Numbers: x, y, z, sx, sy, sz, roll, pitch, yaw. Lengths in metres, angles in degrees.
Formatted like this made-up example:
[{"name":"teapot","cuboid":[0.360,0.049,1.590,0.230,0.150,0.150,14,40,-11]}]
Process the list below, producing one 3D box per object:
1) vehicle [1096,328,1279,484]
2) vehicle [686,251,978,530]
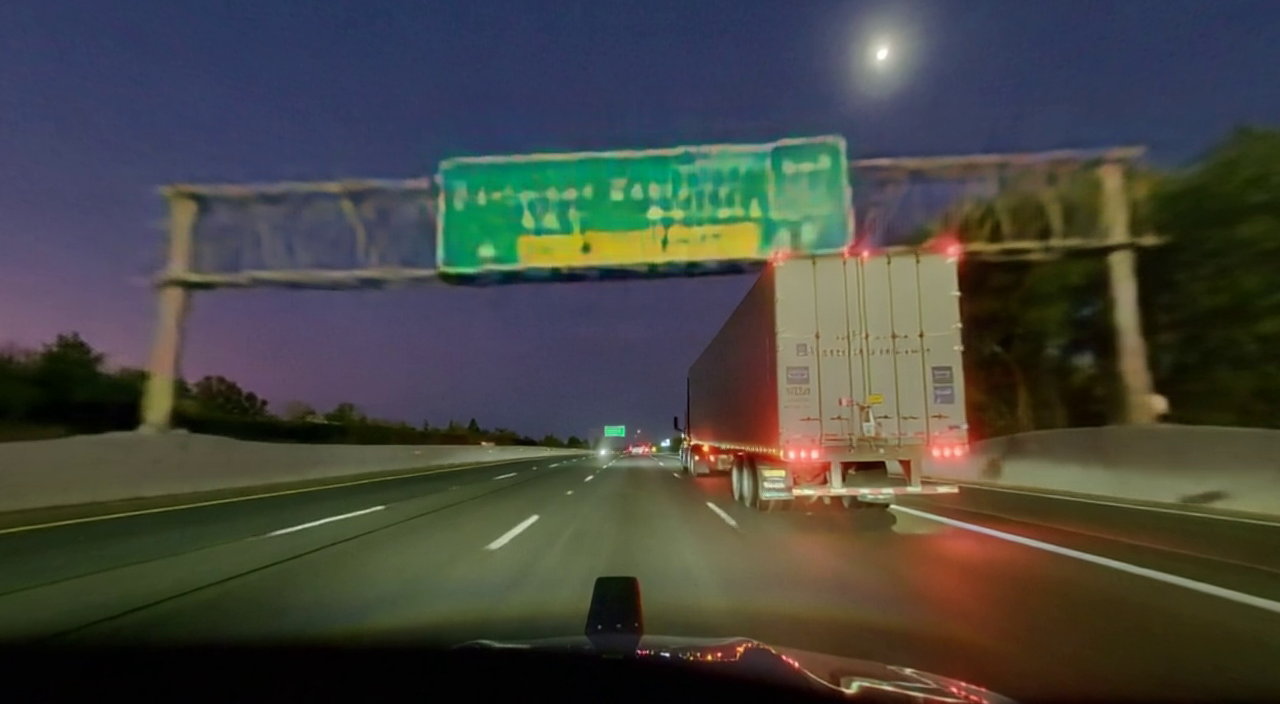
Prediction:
[{"name":"vehicle","cuboid":[21.519,1.589,18.727,4.916,4.592,13.750,1,-10,-4]},{"name":"vehicle","cuboid":[3.387,1.752,17.556,2.743,4.160,16.408,0,-9,-1]}]
